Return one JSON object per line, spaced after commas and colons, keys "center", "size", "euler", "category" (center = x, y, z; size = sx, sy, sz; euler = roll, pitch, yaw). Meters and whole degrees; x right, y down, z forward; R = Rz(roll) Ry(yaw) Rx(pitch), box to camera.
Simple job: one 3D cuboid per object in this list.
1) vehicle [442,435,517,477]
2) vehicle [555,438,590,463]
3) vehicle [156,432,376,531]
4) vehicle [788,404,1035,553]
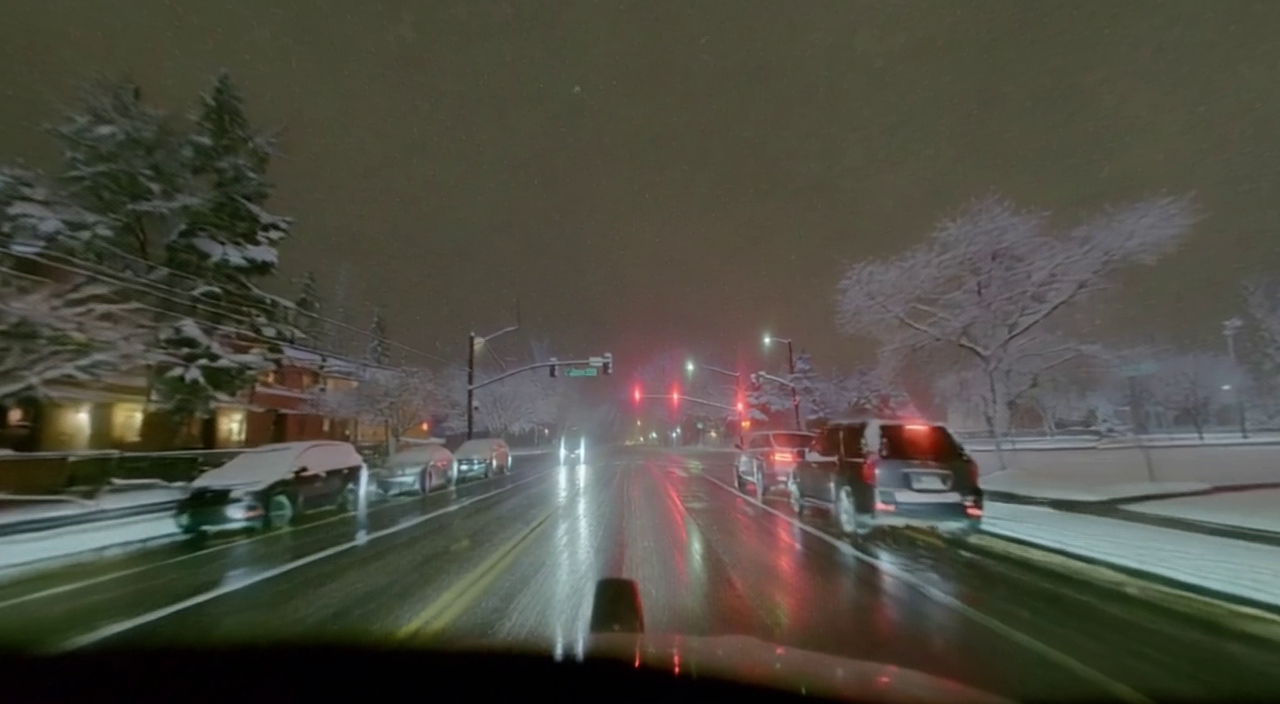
{"center": [-7.497, 4.931, 30.068], "size": [2.150, 1.766, 5.483], "euler": [-1, -8, 0], "category": "vehicle"}
{"center": [-4.519, 6.515, 41.758], "size": [1.971, 1.497, 4.285], "euler": [1, -9, -10], "category": "vehicle"}
{"center": [-7.577, 2.631, 13.445], "size": [1.994, 1.718, 4.518], "euler": [0, -8, -2], "category": "vehicle"}
{"center": [3.822, 1.856, 9.902], "size": [1.908, 1.788, 4.397], "euler": [0, -8, 0], "category": "vehicle"}
